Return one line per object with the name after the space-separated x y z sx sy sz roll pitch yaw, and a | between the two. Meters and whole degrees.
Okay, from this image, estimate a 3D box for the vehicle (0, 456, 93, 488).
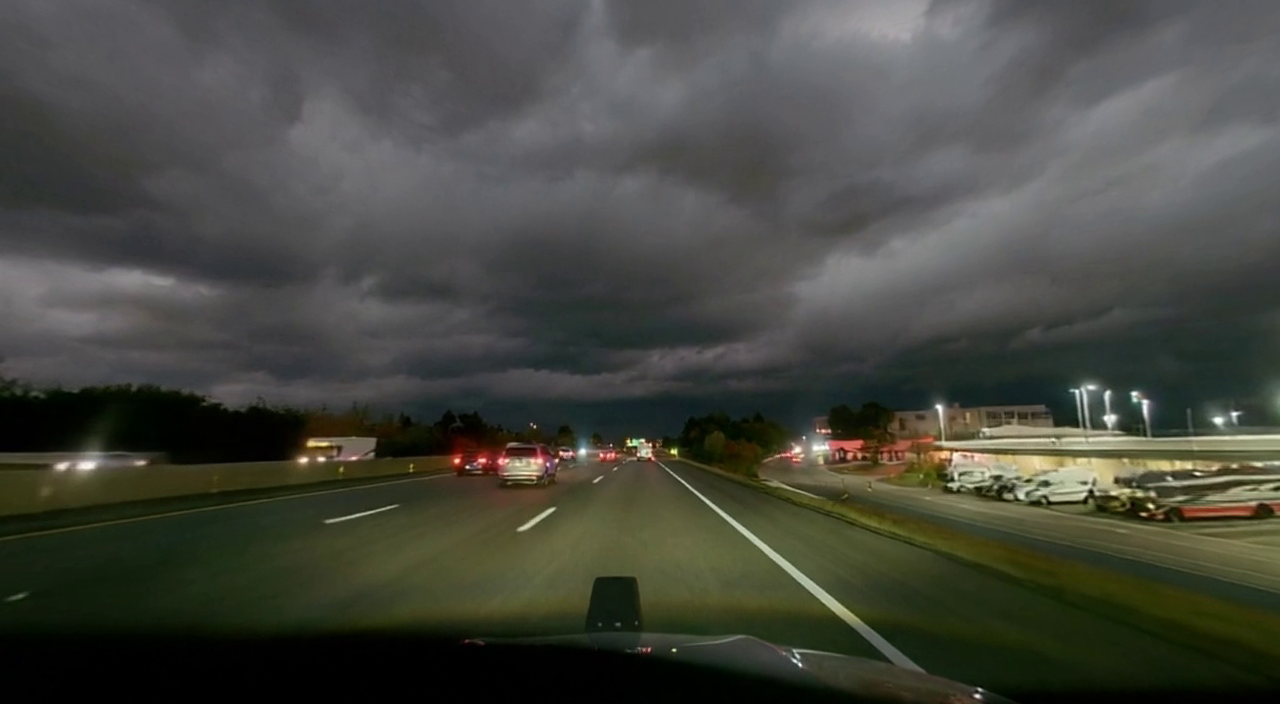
-33.274 6.542 34.682 1.869 1.517 4.794 0 -9 1 | vehicle

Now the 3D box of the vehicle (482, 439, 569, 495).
-3.754 3.853 21.445 2.070 1.665 4.213 0 -9 2 | vehicle

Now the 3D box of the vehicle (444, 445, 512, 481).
-7.496 5.161 29.647 1.991 1.538 4.360 0 -9 1 | vehicle
